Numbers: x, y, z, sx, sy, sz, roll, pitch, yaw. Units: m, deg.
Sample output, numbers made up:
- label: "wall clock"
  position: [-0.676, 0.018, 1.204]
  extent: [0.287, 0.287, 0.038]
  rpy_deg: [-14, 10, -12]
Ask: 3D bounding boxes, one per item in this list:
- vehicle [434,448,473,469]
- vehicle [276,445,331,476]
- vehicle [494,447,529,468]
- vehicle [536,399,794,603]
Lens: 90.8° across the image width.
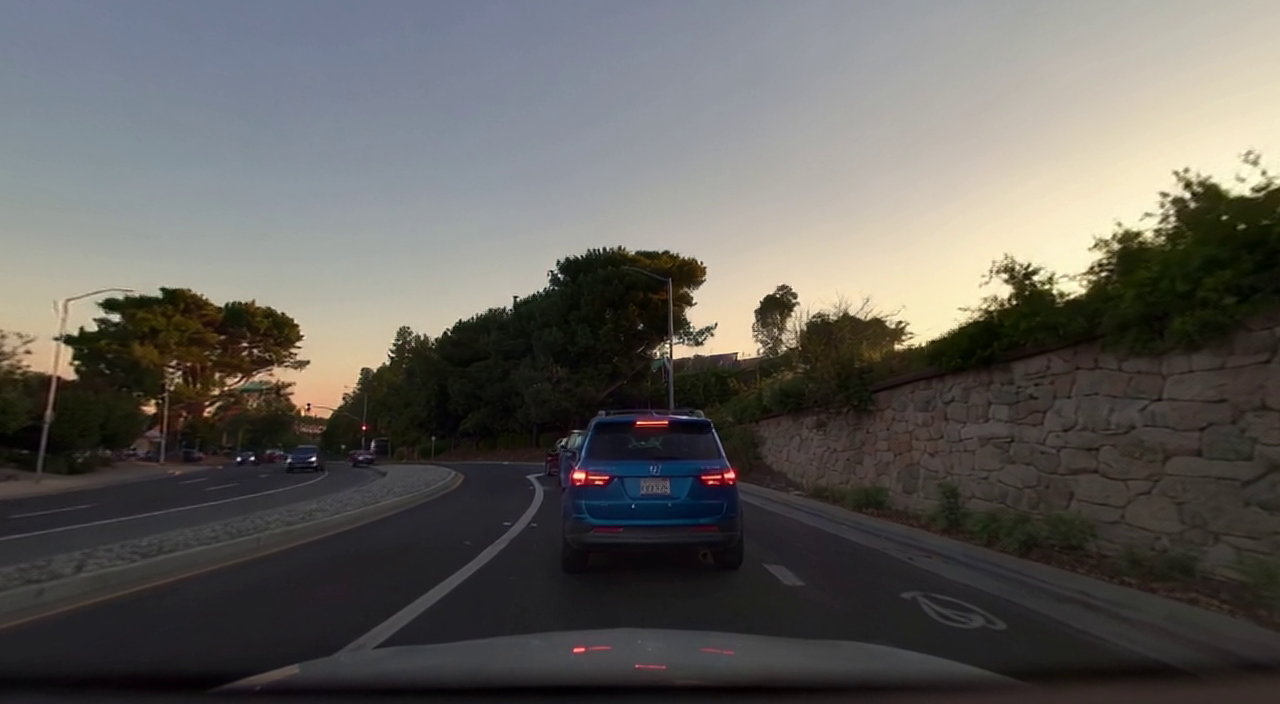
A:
- label: "vehicle"
  position: [-13.933, 7.919, 47.098]
  extent: [2.023, 1.474, 4.286]
  rpy_deg: [4, -9, -26]
- label: "vehicle"
  position: [-19.859, 6.371, 37.441]
  extent: [2.317, 1.695, 4.538]
  rpy_deg: [3, -9, -22]
- label: "vehicle"
  position: [-10.115, 8.194, 49.367]
  extent: [1.837, 1.483, 4.559]
  rpy_deg: [3, -9, -22]
- label: "vehicle"
  position: [0.045, 1.621, 7.796]
  extent: [2.287, 1.762, 4.269]
  rpy_deg: [1, -8, -5]
